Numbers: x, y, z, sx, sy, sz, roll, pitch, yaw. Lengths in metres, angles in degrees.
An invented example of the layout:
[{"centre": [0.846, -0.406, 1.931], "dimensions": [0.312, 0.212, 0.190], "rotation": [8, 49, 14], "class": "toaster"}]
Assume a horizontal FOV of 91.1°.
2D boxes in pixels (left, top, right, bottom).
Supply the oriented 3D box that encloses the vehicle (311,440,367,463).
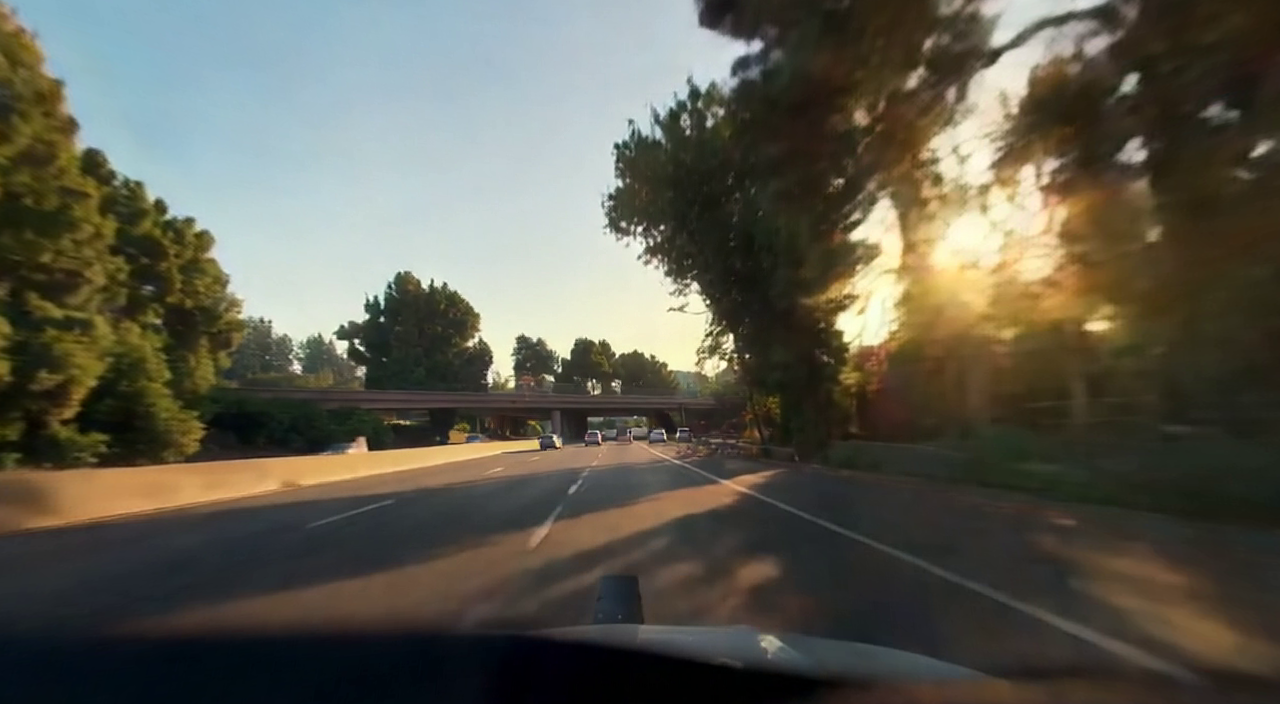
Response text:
[{"centre": [-20.851, 6.903, 43.737], "dimensions": [1.848, 1.457, 4.428], "rotation": [0, -8, -2], "class": "vehicle"}]
